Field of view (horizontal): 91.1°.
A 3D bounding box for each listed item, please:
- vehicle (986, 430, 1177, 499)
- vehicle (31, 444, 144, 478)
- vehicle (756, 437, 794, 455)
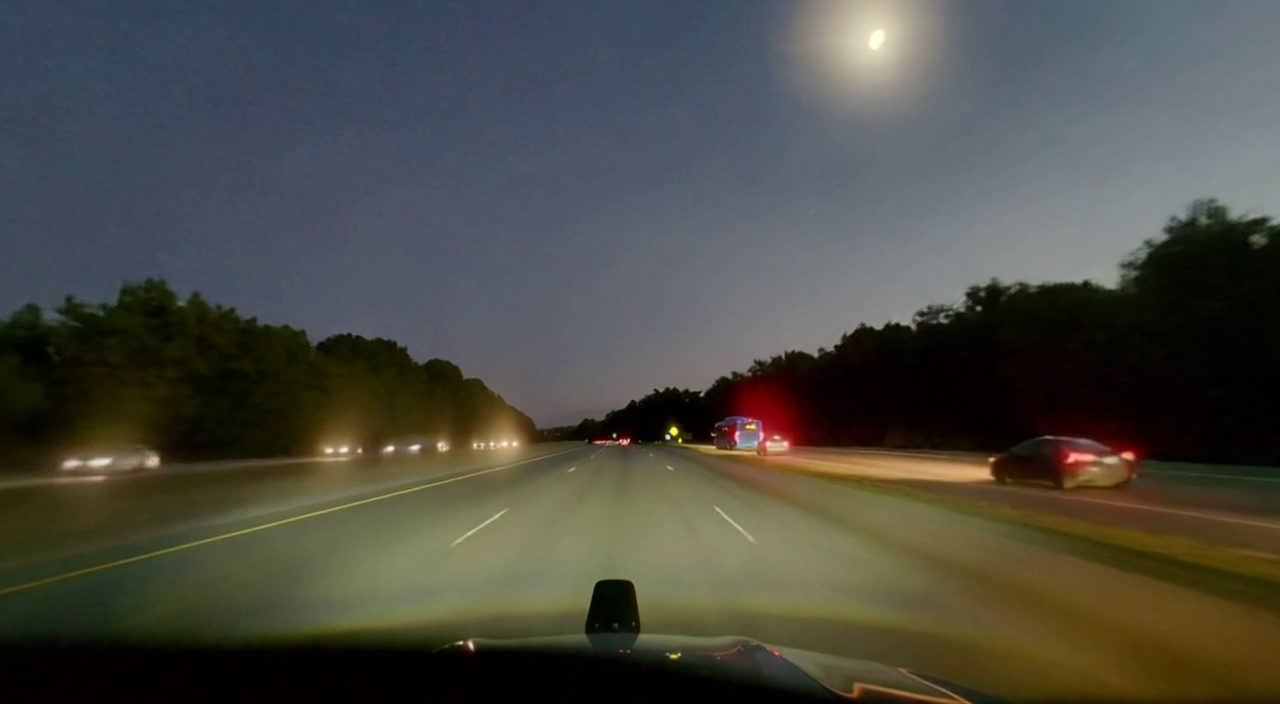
[{"bbox_3d":[10.561,2.673,15.460,1.880,1.460,3.770,0,-8,-1],"label":"vehicle"},{"bbox_3d":[-25.445,5.001,29.155,1.723,1.419,4.036,0,-8,-3],"label":"vehicle"},{"bbox_3d":[10.358,7.240,48.543,1.866,1.359,4.218,0,-8,-2],"label":"vehicle"}]
